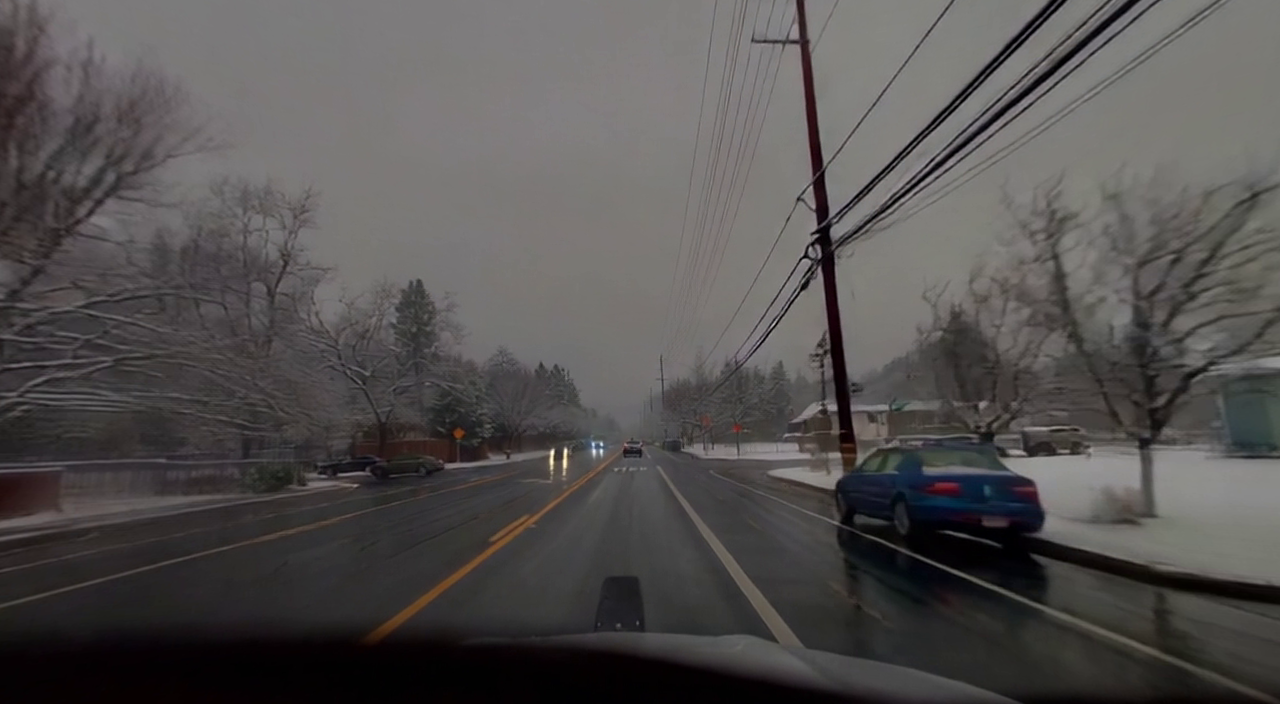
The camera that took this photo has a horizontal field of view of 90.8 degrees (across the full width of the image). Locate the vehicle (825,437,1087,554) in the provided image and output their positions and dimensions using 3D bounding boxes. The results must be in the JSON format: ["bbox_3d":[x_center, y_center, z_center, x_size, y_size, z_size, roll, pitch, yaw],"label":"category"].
[{"bbox_3d":[4.739,2.185,10.442,1.987,1.479,4.562,0,-9,0],"label":"vehicle"}]

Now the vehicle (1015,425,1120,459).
[{"bbox_3d":[25.161,5.320,37.301,4.597,1.961,2.087,-1,-8,2],"label":"vehicle"}]

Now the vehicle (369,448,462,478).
[{"bbox_3d":[-14.173,7.006,40.112,5.190,1.502,2.085,-3,-9,-1],"label":"vehicle"}]

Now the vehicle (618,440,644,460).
[{"bbox_3d":[-0.703,7.422,47.891,1.877,1.448,3.830,0,-9,-1],"label":"vehicle"}]
